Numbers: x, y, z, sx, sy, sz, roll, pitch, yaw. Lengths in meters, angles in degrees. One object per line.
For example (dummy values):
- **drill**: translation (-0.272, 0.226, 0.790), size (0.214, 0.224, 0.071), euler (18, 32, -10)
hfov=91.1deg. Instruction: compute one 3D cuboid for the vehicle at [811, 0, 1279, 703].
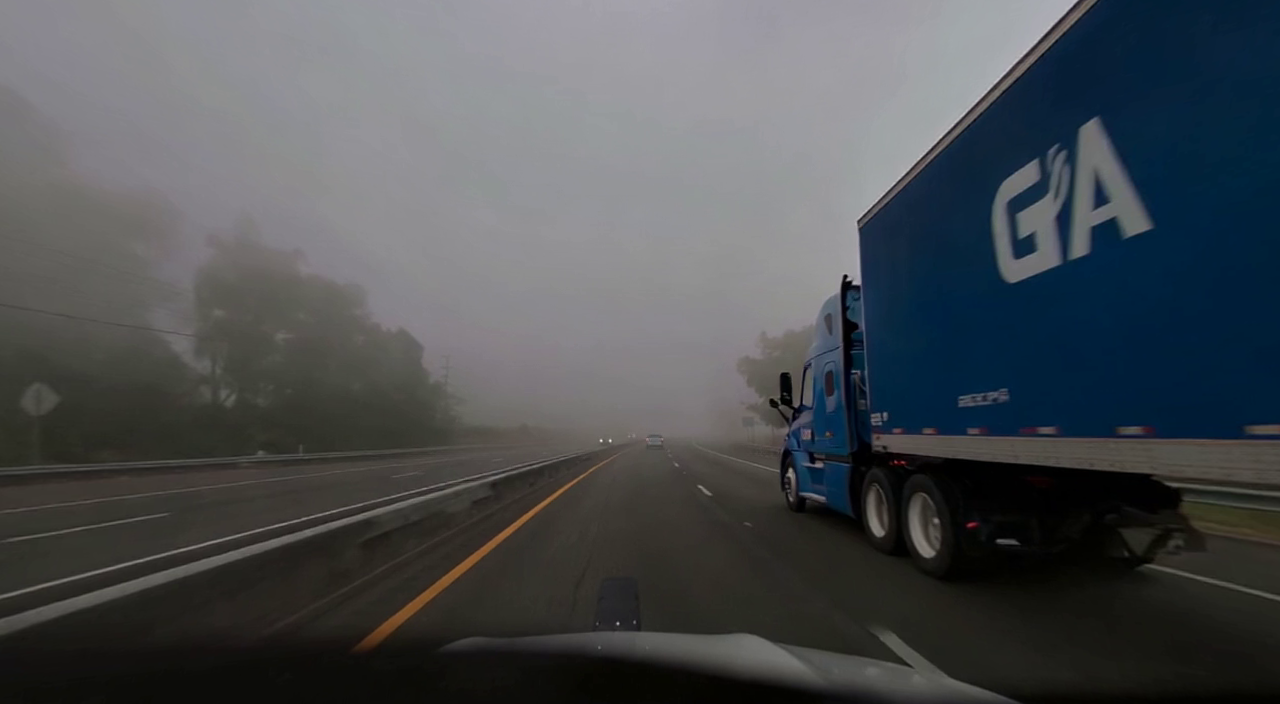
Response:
- **vehicle**: translation (4.029, -0.365, 2.281), size (3.013, 4.076, 13.783), euler (0, -8, 0)
